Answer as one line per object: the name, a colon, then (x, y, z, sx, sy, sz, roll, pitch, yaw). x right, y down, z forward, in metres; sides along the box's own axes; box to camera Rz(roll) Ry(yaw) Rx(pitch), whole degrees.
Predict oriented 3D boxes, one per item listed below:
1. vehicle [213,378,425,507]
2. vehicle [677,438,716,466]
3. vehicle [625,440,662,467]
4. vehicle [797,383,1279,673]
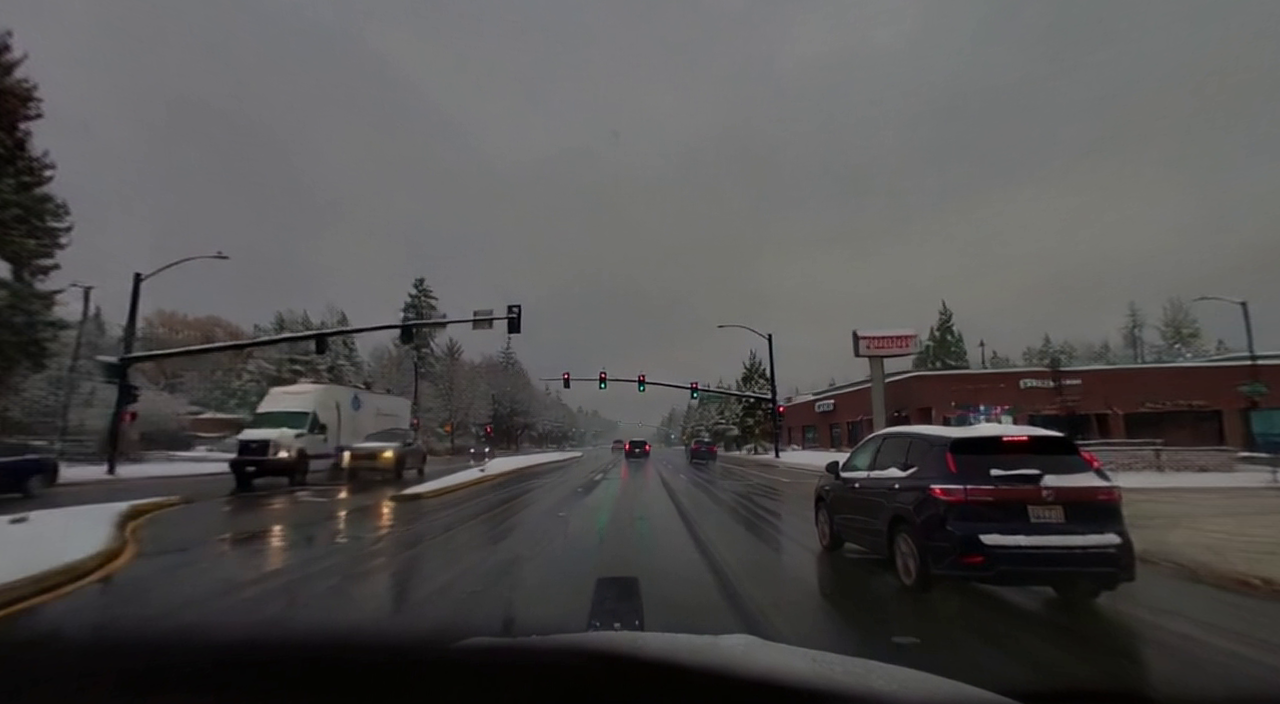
vehicle: (-7.309, 2.210, 15.411, 2.334, 2.525, 5.893, 0, -9, -4)
vehicle: (3.544, 6.359, 40.218, 2.085, 1.668, 4.077, 0, -9, -1)
vehicle: (0.130, 5.962, 37.203, 2.023, 1.532, 3.891, 0, -9, -2)
vehicle: (3.057, 1.352, 5.960, 1.969, 1.682, 4.387, 0, -9, 0)
